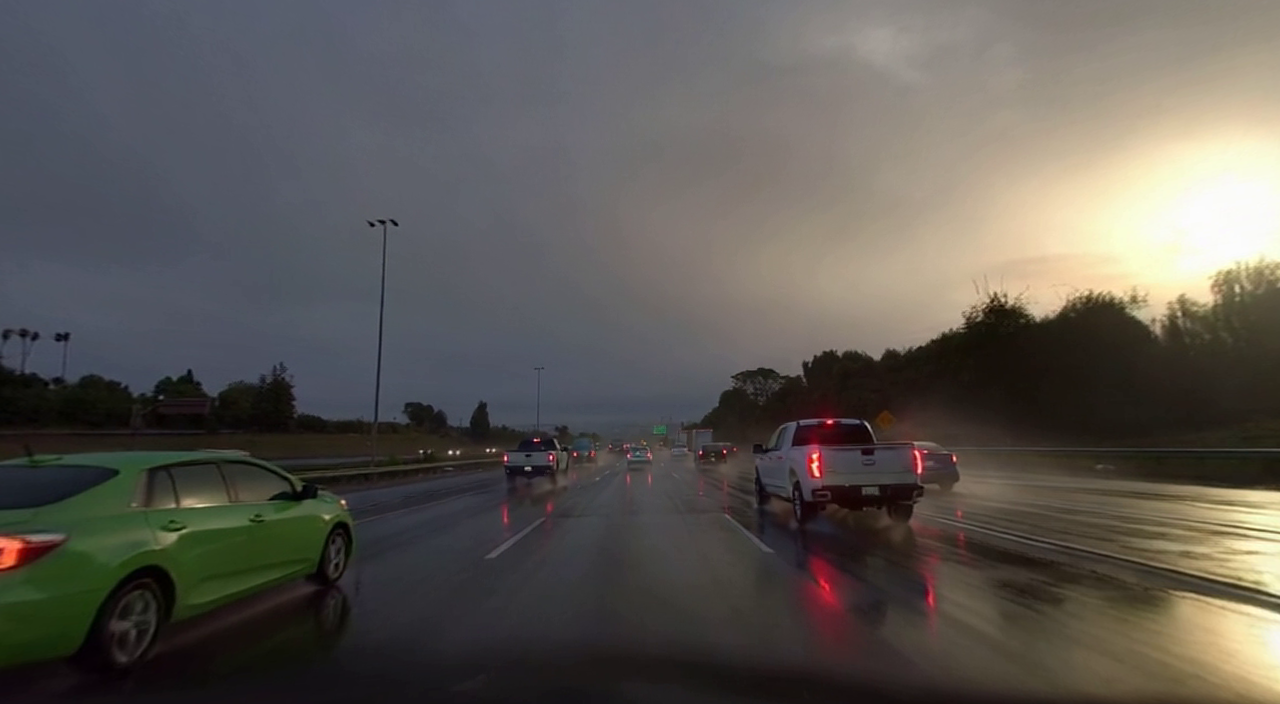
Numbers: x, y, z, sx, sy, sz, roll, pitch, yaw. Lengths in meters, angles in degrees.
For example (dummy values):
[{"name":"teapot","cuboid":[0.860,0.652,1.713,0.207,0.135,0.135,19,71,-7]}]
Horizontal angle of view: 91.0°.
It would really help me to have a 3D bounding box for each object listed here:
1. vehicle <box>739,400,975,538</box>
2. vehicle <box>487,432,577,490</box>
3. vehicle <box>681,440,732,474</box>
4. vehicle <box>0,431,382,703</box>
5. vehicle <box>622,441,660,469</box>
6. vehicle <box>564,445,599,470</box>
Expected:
[{"name":"vehicle","cuboid":[3.506,2.069,11.709,2.340,1.925,5.529,0,-9,-1]},{"name":"vehicle","cuboid":[-3.645,3.794,22.261,2.176,1.783,4.799,0,-9,2]},{"name":"vehicle","cuboid":[3.467,5.582,33.731,2.145,1.636,4.437,1,-9,-1]},{"name":"vehicle","cuboid":[-3.860,1.356,4.752,1.947,1.424,4.264,0,-9,1]},{"name":"vehicle","cuboid":[0.049,6.234,38.108,2.147,1.572,4.094,0,-9,0]},{"name":"vehicle","cuboid":[-3.645,6.639,39.852,1.907,1.484,3.954,0,-9,-1]}]
